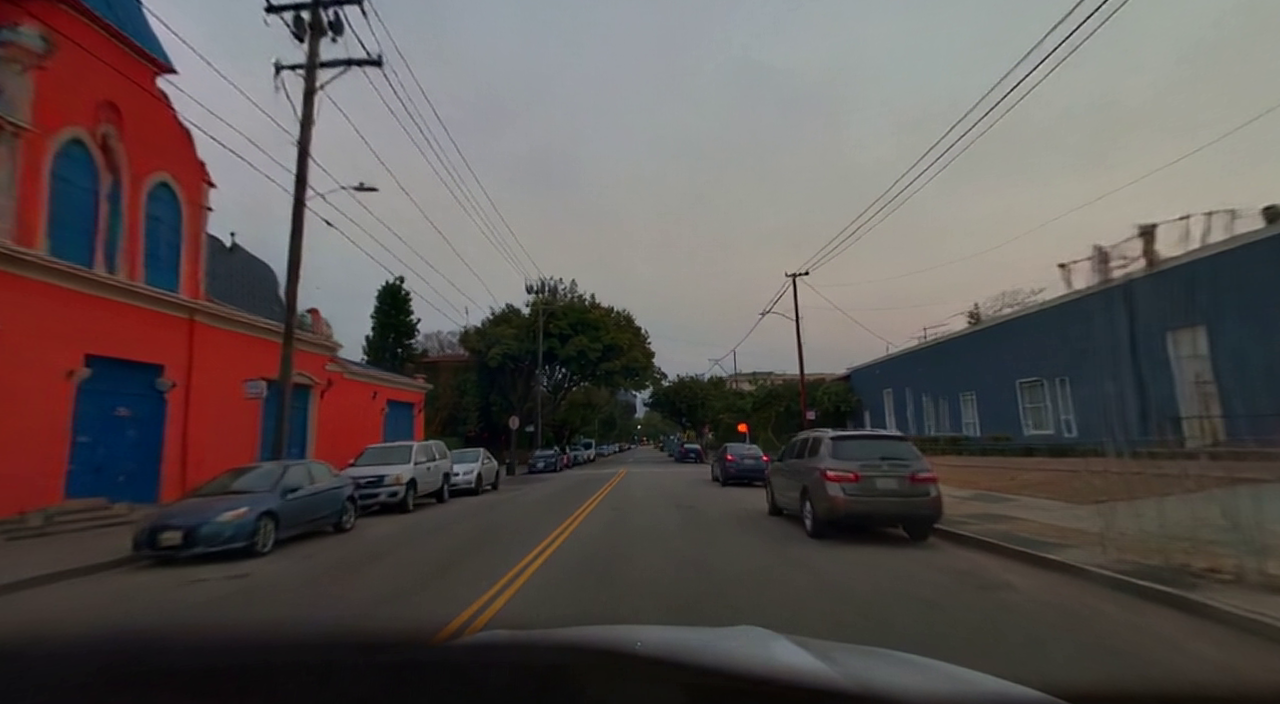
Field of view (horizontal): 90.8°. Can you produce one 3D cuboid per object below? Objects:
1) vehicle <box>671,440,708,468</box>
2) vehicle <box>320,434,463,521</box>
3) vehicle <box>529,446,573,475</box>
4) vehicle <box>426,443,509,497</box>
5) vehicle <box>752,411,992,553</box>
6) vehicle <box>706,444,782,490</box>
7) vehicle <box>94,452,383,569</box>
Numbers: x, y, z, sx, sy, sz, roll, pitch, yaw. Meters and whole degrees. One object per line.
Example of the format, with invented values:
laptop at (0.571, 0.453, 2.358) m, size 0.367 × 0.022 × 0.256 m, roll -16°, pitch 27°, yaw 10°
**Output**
vehicle at (3.587, 7.490, 46.534) m, size 2.313 × 1.937 × 5.092 m, roll 0°, pitch -9°, yaw 0°
vehicle at (-6.172, 3.134, 16.358) m, size 1.983 × 1.809 × 4.503 m, roll -2°, pitch -9°, yaw -1°
vehicle at (-5.674, 6.966, 40.768) m, size 1.910 × 1.488 × 3.999 m, roll -4°, pitch -7°, yaw 5°
vehicle at (-6.103, 4.219, 22.829) m, size 1.906 × 1.623 × 4.057 m, roll -4°, pitch -9°, yaw -1°
vehicle at (3.423, 2.040, 10.564) m, size 2.182 × 1.824 × 4.622 m, roll 0°, pitch -9°, yaw -1°
vehicle at (3.647, 4.136, 23.030) m, size 1.942 × 1.476 × 4.739 m, roll 0°, pitch -9°, yaw -1°
vehicle at (-6.221, 2.445, 10.609) m, size 1.844 × 1.486 × 4.474 m, roll -1°, pitch -9°, yaw 1°
